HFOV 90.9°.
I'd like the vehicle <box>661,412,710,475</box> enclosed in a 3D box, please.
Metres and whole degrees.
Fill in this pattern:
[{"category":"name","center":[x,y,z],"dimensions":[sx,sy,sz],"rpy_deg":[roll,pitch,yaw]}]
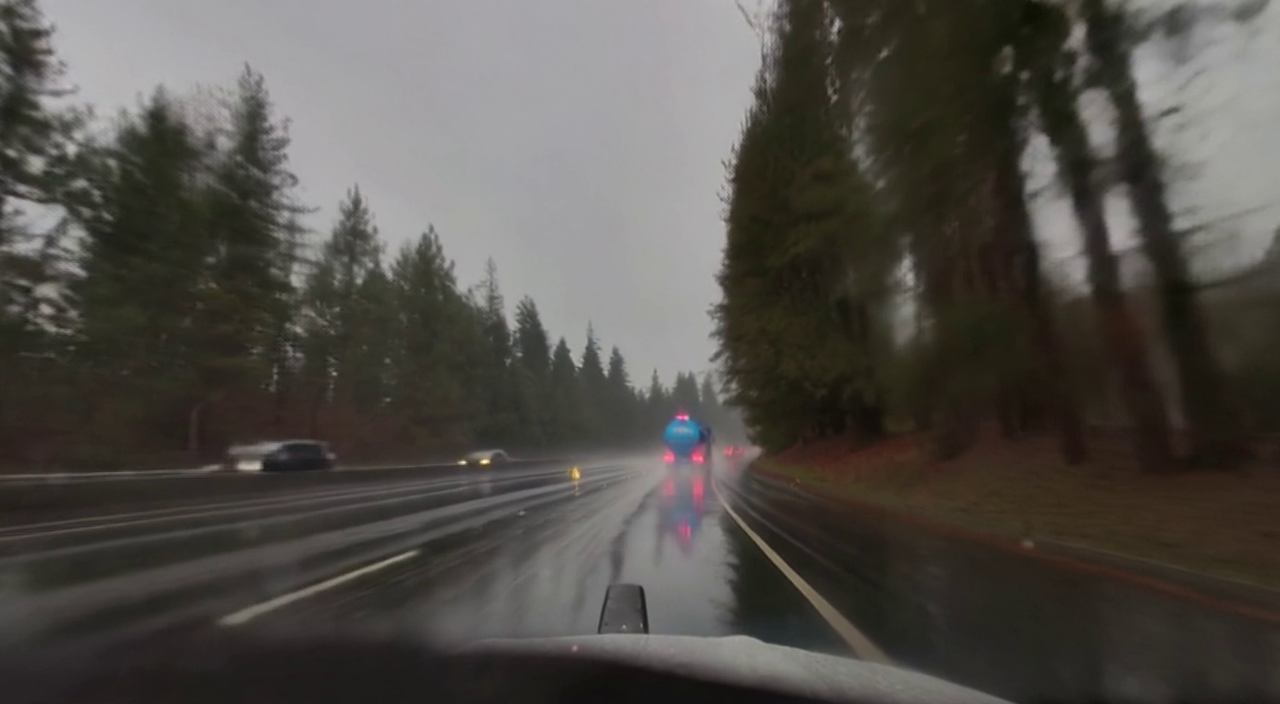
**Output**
[{"category":"vehicle","center":[3.403,6.433,44.351],"dimensions":[2.907,3.747,13.318],"rpy_deg":[0,-8,6]}]

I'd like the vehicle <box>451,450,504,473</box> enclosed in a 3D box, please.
[{"category":"vehicle","center":[-11.299,7.625,44.236],"dimensions":[2.035,1.503,4.579],"rpy_deg":[-1,-8,8]}]
